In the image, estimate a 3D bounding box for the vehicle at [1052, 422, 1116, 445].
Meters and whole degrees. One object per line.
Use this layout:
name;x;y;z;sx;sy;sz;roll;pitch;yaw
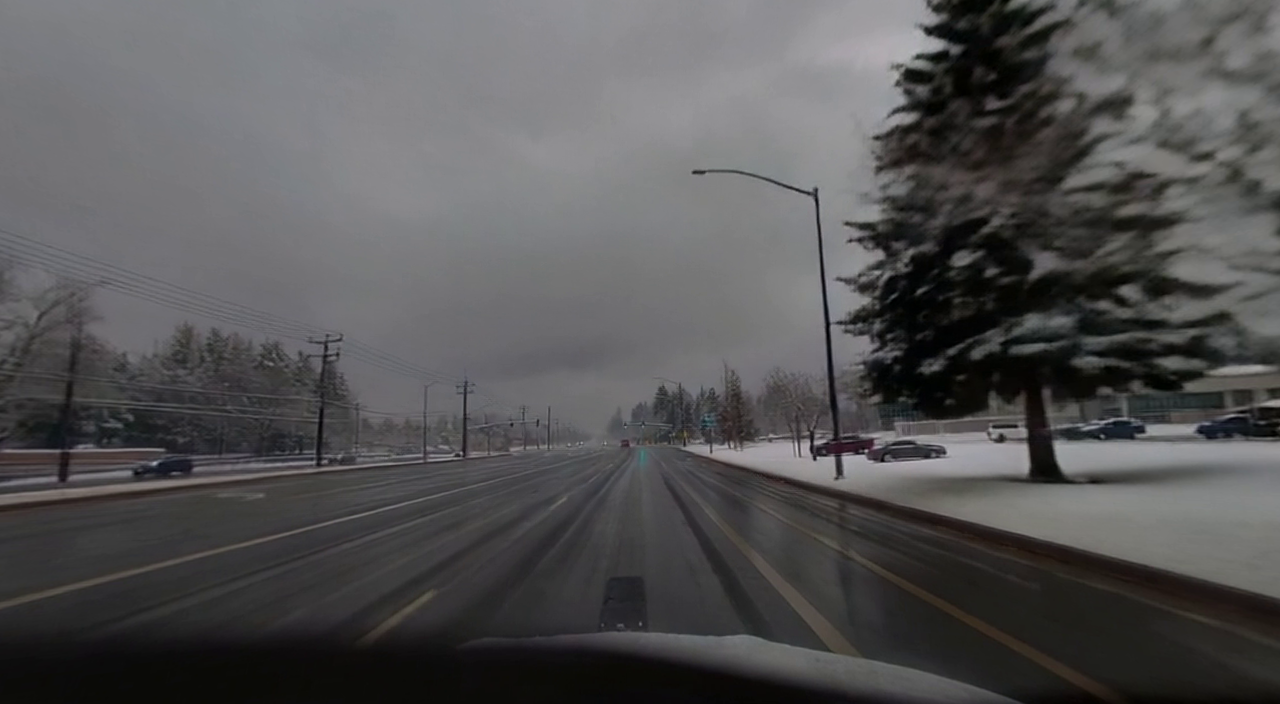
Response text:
vehicle;33.541;6.188;47.582;4.287;1.622;2.088;4;-9;-28

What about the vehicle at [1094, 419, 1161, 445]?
vehicle;34.836;5.730;45.051;4.388;1.793;1.961;4;-9;-27

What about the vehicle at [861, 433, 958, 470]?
vehicle;14.763;5.445;34.671;4.388;1.446;1.808;-6;-7;1

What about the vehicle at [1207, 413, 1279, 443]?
vehicle;37.992;4.834;39.557;4.699;1.764;2.200;5;-10;-32

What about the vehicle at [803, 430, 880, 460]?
vehicle;14.303;6.629;44.998;4.702;1.853;2.069;-4;-8;2
